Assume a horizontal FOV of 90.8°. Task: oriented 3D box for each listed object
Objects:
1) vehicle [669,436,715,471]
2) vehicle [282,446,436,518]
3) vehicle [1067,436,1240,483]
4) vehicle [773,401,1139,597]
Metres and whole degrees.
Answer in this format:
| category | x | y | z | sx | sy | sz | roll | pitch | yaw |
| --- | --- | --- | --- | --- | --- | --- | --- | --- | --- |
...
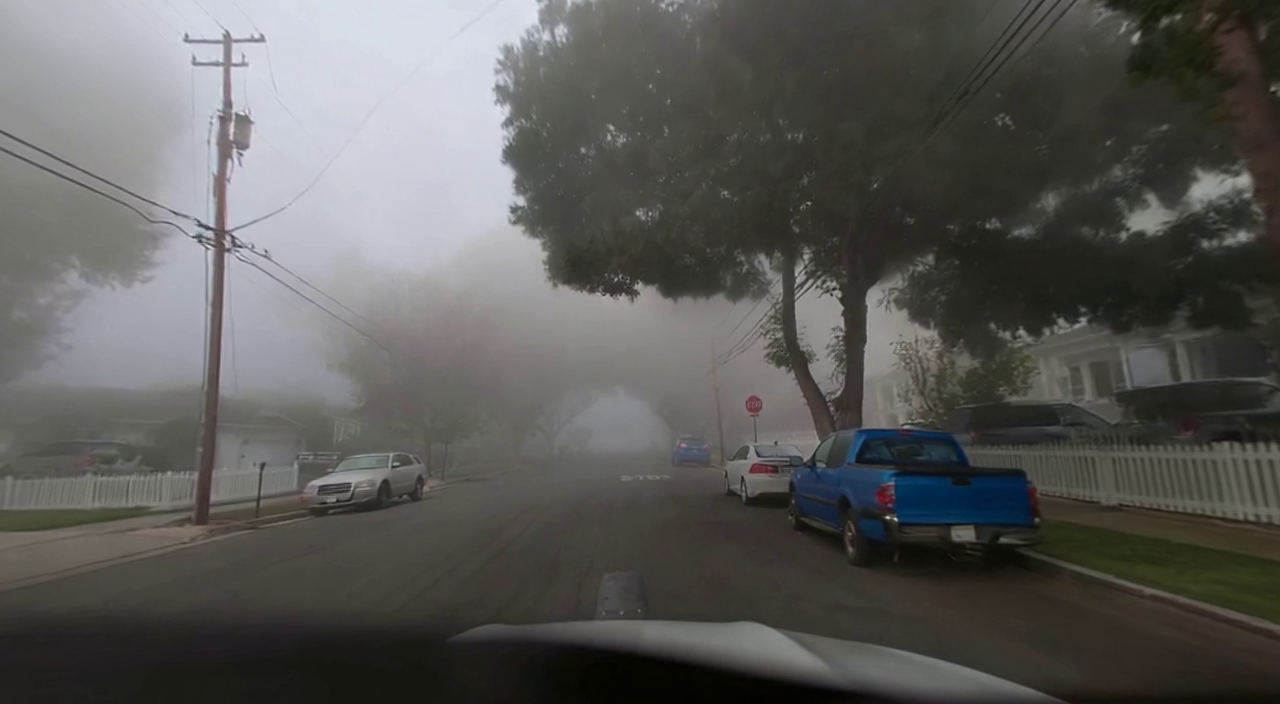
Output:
| category | x | y | z | sx | sy | sz | roll | pitch | yaw |
| --- | --- | --- | --- | --- | --- | --- | --- | --- | --- |
| vehicle | 2.811 | 5.649 | 35.220 | 2.126 | 1.795 | 4.751 | 0 | -9 | -1 |
| vehicle | -7.147 | 3.308 | 16.654 | 2.125 | 1.623 | 4.207 | 0 | -9 | -1 |
| vehicle | 15.817 | 3.321 | 19.623 | 3.814 | 1.370 | 1.728 | 0 | -9 | 0 |
| vehicle | 3.287 | 1.631 | 7.884 | 2.080 | 1.706 | 4.449 | 0 | -9 | -3 |
